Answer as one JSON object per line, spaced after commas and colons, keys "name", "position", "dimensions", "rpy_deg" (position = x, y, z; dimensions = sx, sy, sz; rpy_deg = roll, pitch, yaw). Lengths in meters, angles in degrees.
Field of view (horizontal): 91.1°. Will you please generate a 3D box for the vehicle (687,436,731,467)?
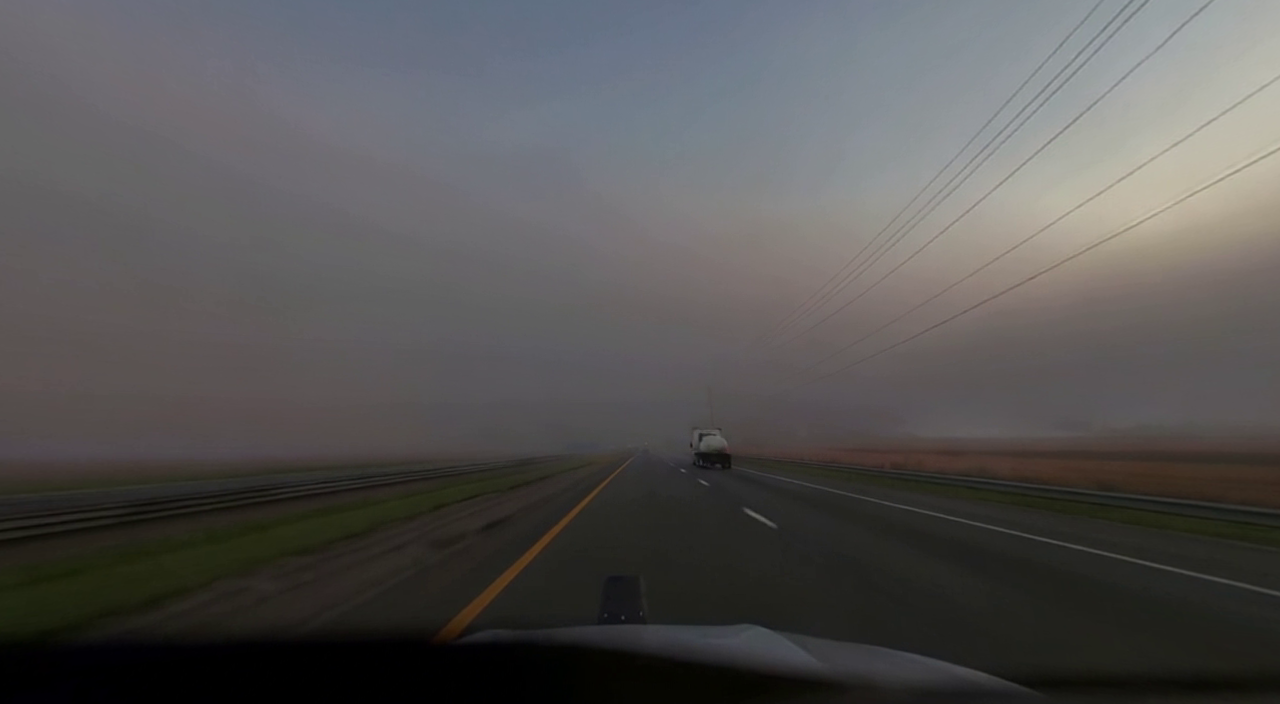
{"name": "vehicle", "position": [4.383, 6.412, 40.620], "dimensions": [2.228, 1.852, 5.449], "rpy_deg": [0, -8, 0]}
